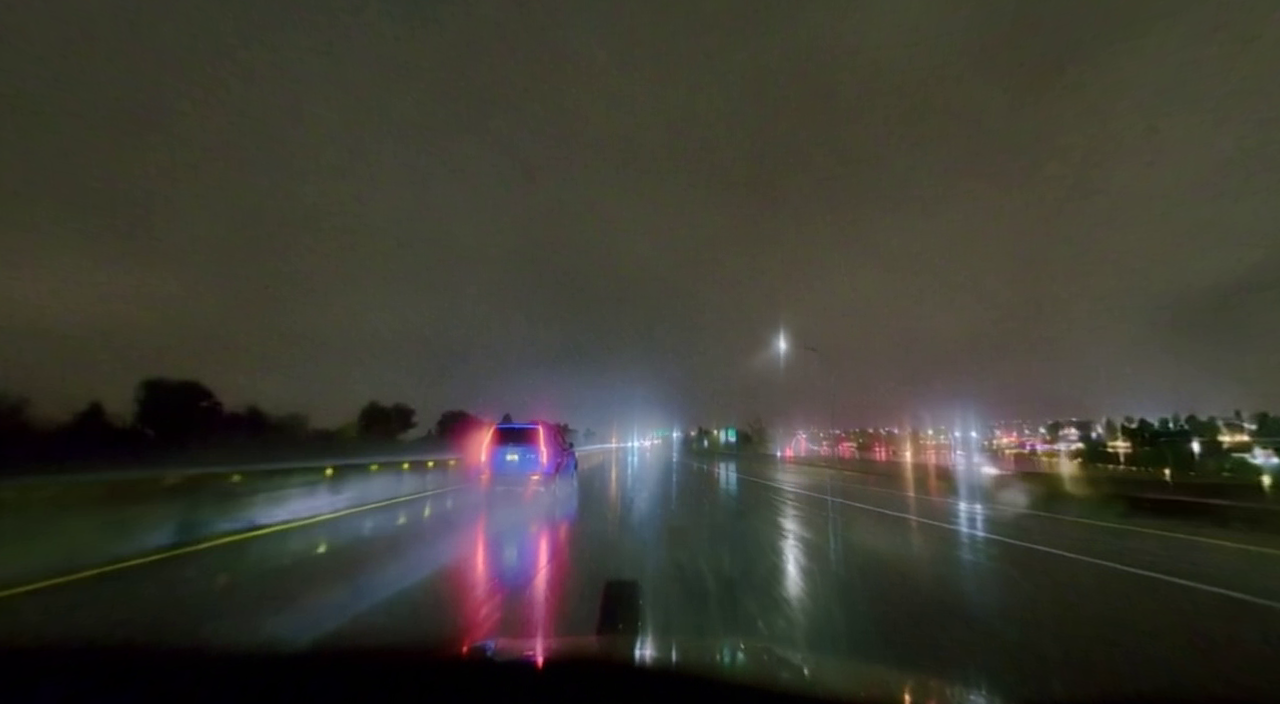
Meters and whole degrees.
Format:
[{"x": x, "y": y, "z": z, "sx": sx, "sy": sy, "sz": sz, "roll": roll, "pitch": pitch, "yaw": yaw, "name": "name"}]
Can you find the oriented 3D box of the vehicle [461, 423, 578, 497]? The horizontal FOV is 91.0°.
[{"x": -3.465, "y": 3.297, "z": 19.581, "sx": 2.431, "sy": 1.928, "sz": 5.760, "roll": 0, "pitch": -9, "yaw": 1, "name": "vehicle"}]
